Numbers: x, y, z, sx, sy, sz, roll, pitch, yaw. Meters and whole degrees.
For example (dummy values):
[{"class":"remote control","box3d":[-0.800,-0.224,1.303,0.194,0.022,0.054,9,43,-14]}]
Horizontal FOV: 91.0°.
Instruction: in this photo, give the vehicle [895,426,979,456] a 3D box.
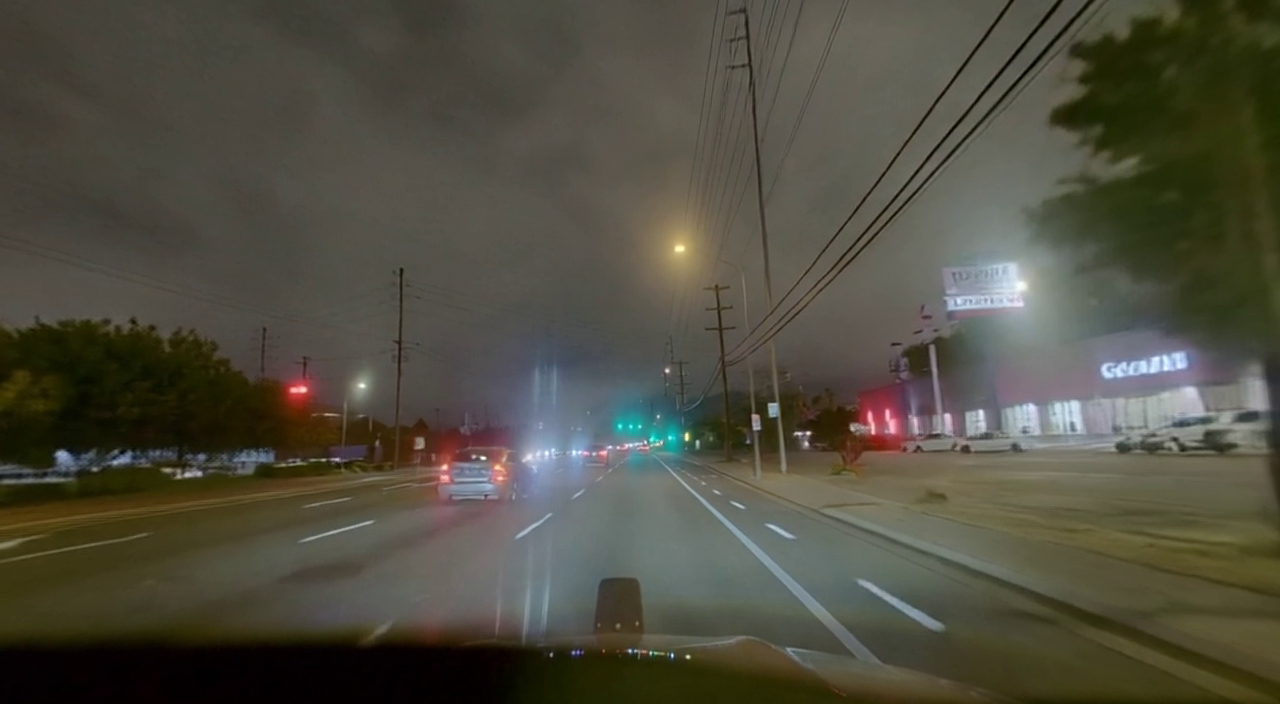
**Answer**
[{"class":"vehicle","box3d":[16.652,5.021,35.286,4.497,1.548,1.997,5,-10,-30]}]

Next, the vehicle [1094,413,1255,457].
[{"class":"vehicle","box3d":[19.946,3.162,23.852,1.865,1.498,4.827,0,-8,0]}]

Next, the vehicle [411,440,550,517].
[{"class":"vehicle","box3d":[-3.446,2.826,14.610,1.942,1.469,4.426,0,-9,2]}]

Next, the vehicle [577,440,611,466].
[{"class":"vehicle","box3d":[-3.194,7.108,44.555,2.087,1.736,4.311,0,-9,1]}]

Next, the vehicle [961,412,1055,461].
[{"class":"vehicle","box3d":[16.721,3.796,28.518,4.319,1.812,2.020,2,-10,-38]}]
